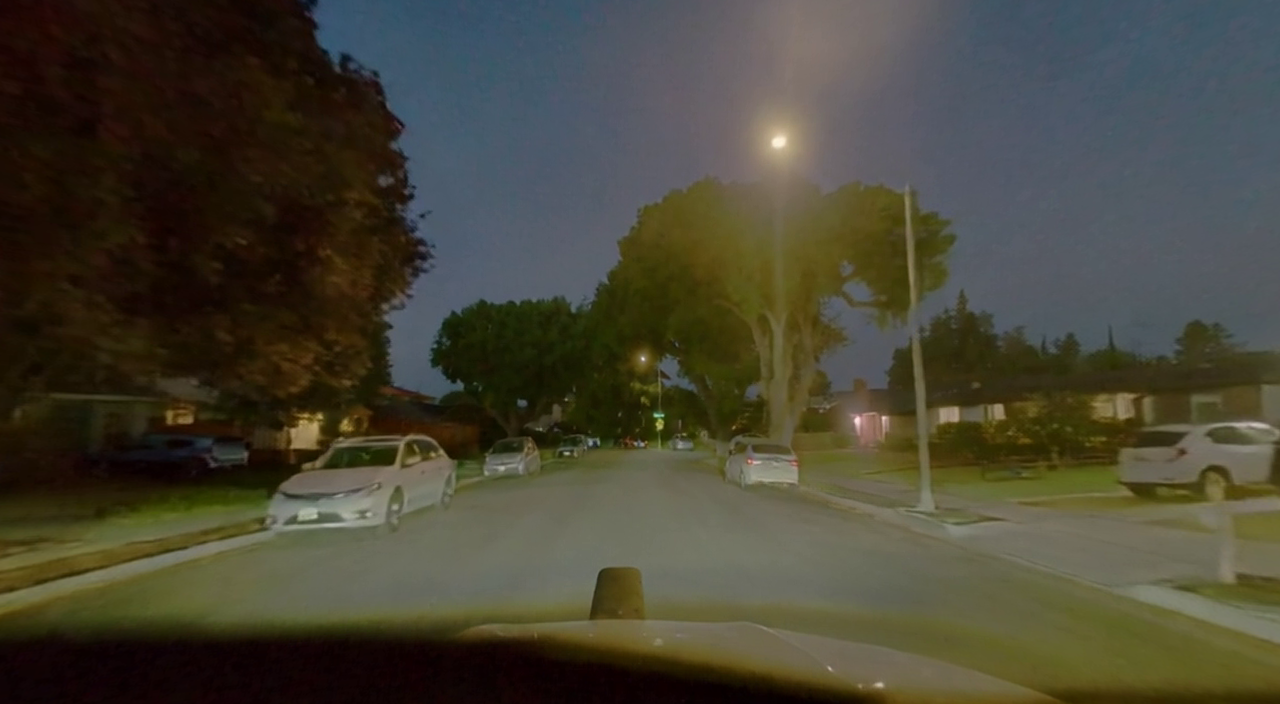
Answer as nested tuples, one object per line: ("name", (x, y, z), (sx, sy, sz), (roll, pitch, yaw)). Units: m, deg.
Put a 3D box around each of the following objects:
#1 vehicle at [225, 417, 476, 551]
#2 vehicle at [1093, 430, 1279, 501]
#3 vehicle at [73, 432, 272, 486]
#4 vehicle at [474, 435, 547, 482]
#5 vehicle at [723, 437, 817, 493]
("vehicle", (-4.640, 2.093, 11.220), (2.140, 1.815, 4.926), (0, -6, 0))
("vehicle", (12.010, 2.224, 12.592), (4.655, 1.282, 1.716), (0, -8, -2))
("vehicle", (-13.539, 3.096, 18.529), (4.220, 1.462, 1.913), (0, -8, -4))
("vehicle", (-4.970, 4.120, 24.884), (1.887, 1.660, 4.312), (0, -8, 1))
("vehicle", (3.756, 3.308, 18.943), (1.945, 1.495, 3.983), (0, -8, 0))
